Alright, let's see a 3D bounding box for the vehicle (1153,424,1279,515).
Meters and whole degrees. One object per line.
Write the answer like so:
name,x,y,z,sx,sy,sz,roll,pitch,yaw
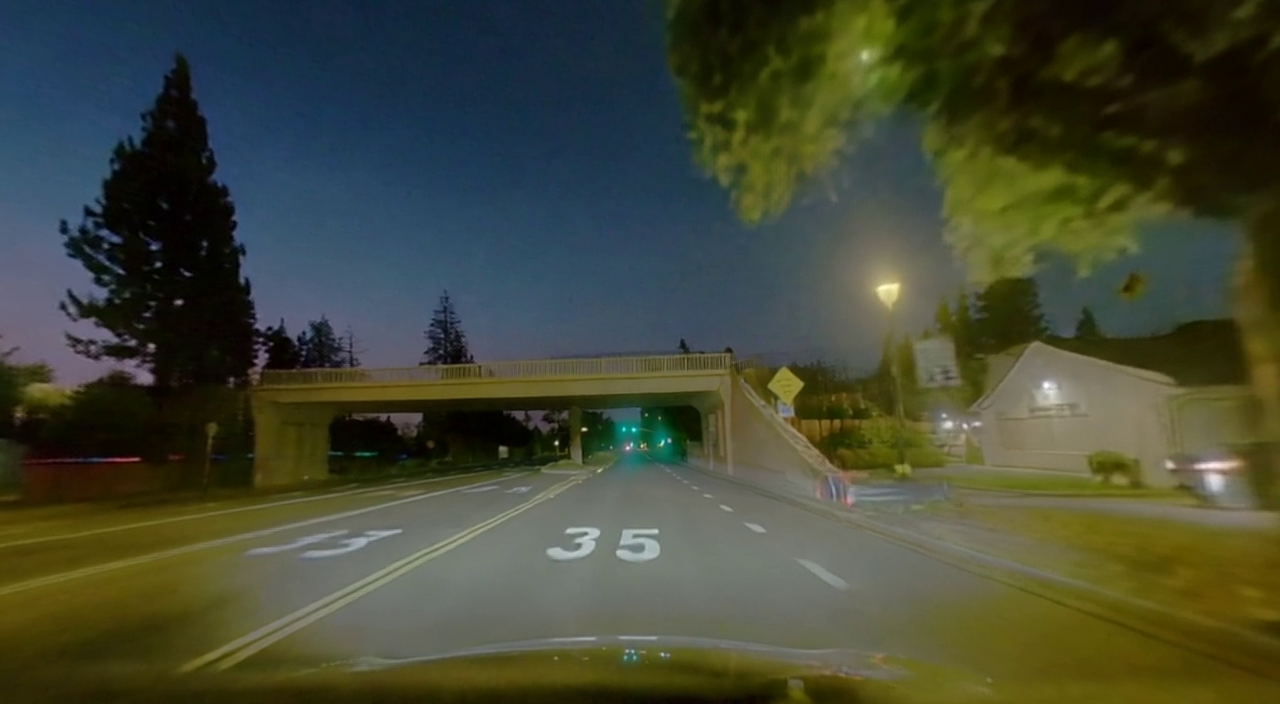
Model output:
vehicle,11.317,1.832,9.891,1.809,1.432,4.629,5,-10,-32
